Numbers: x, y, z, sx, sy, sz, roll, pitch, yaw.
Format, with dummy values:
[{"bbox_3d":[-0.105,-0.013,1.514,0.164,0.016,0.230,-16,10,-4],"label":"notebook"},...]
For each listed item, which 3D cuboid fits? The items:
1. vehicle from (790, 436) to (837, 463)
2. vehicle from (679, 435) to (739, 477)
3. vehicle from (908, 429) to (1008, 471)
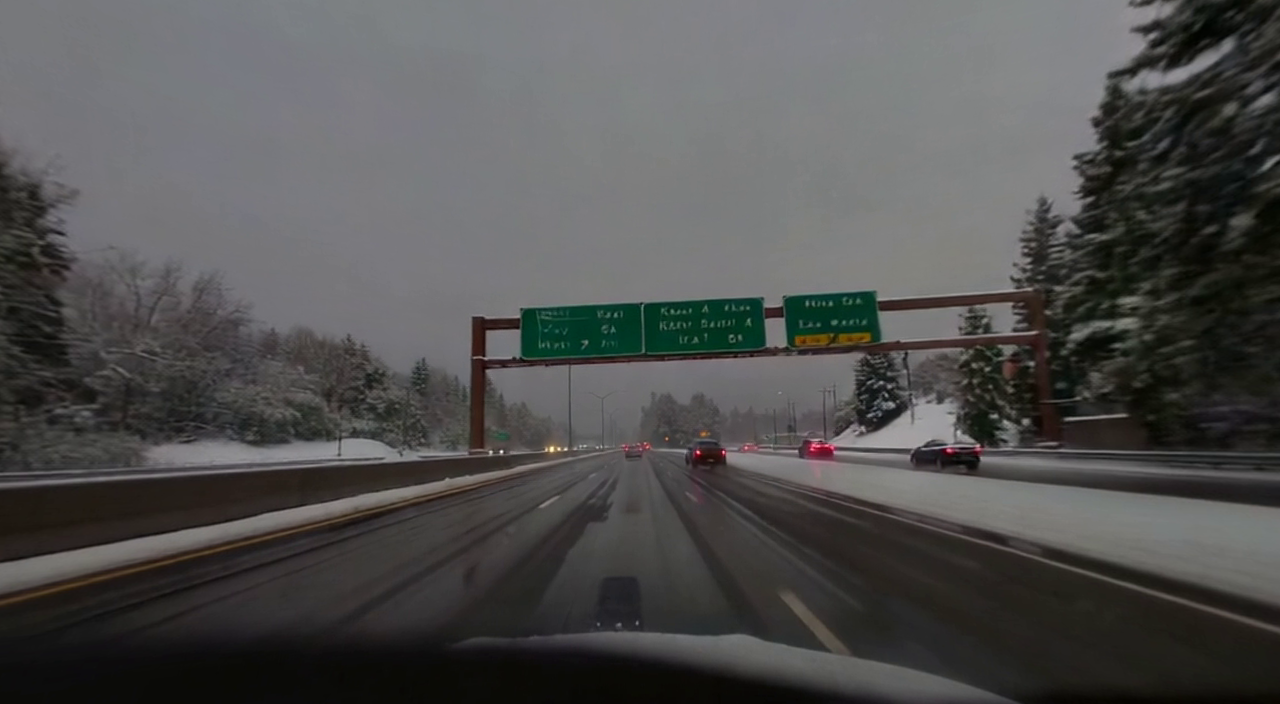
[{"bbox_3d":[12.323,6.966,45.249,2.070,1.782,5.006,-1,-8,2],"label":"vehicle"},{"bbox_3d":[2.937,4.531,27.762,1.997,1.638,4.281,0,-8,-2],"label":"vehicle"},{"bbox_3d":[15.684,4.881,31.617,2.190,1.911,5.658,0,-8,2],"label":"vehicle"}]
